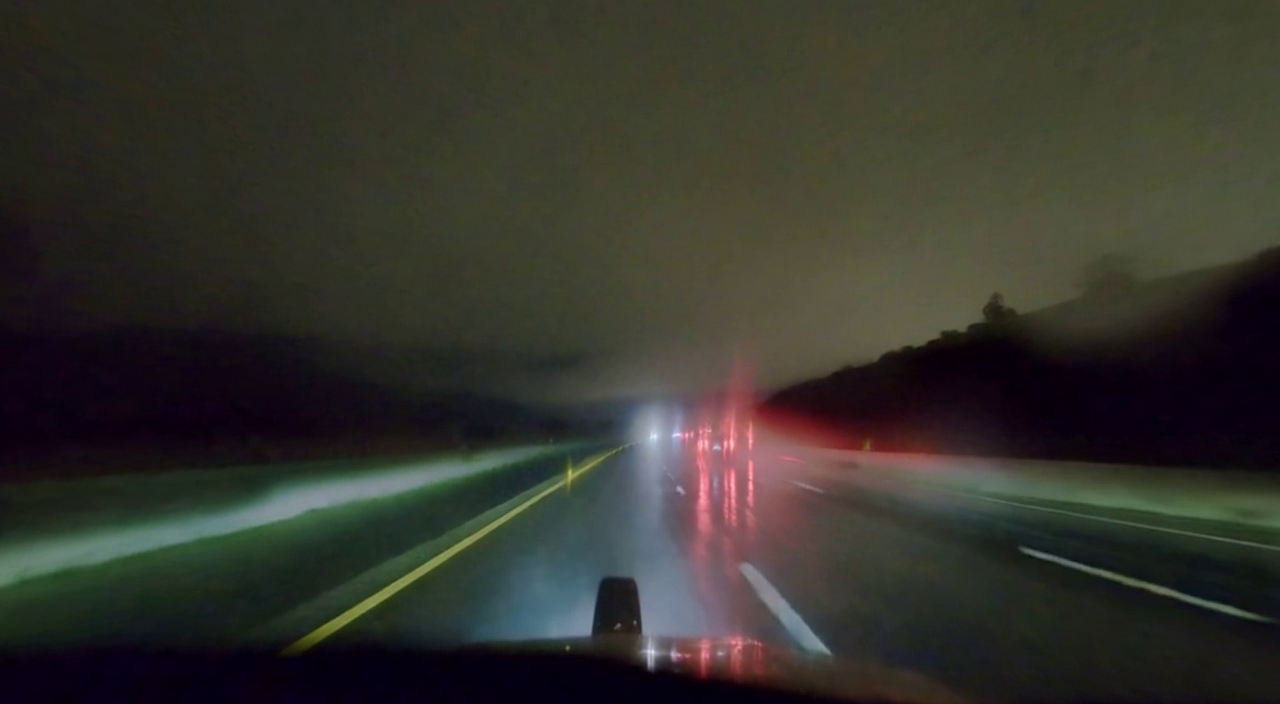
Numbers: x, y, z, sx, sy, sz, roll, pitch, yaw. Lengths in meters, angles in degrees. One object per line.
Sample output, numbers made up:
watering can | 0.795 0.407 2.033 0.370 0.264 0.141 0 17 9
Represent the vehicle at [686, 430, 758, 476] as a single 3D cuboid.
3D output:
vehicle | 3.026 3.844 24.312 2.084 1.583 4.420 0 -8 -1
